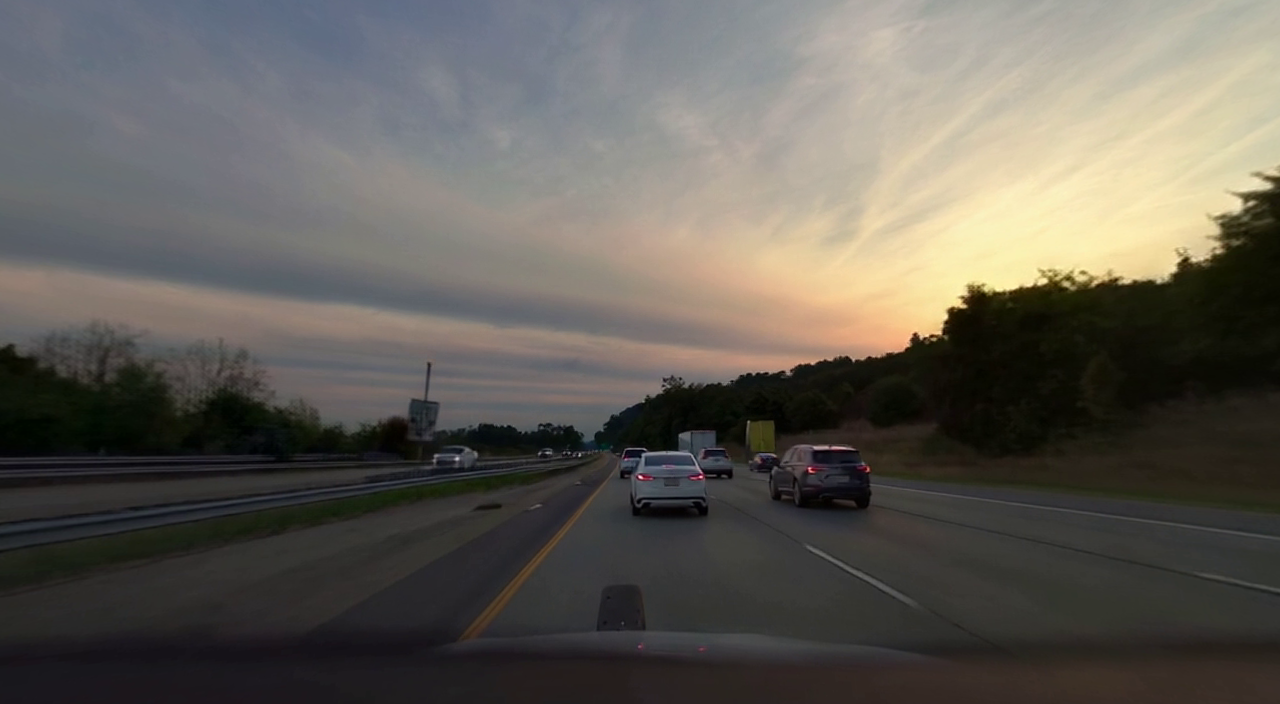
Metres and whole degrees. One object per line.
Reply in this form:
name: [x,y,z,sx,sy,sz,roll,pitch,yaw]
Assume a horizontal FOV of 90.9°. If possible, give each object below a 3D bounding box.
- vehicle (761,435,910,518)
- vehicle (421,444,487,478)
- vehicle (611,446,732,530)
vehicle: [4.437,2.907,15.184,1.998,1.657,4.604,0,-9,-1]
vehicle: [-8.889,5.225,30.430,1.941,1.483,4.061,0,-9,0]
vehicle: [0.501,2.637,12.757,2.094,1.426,3.725,0,-9,-1]
